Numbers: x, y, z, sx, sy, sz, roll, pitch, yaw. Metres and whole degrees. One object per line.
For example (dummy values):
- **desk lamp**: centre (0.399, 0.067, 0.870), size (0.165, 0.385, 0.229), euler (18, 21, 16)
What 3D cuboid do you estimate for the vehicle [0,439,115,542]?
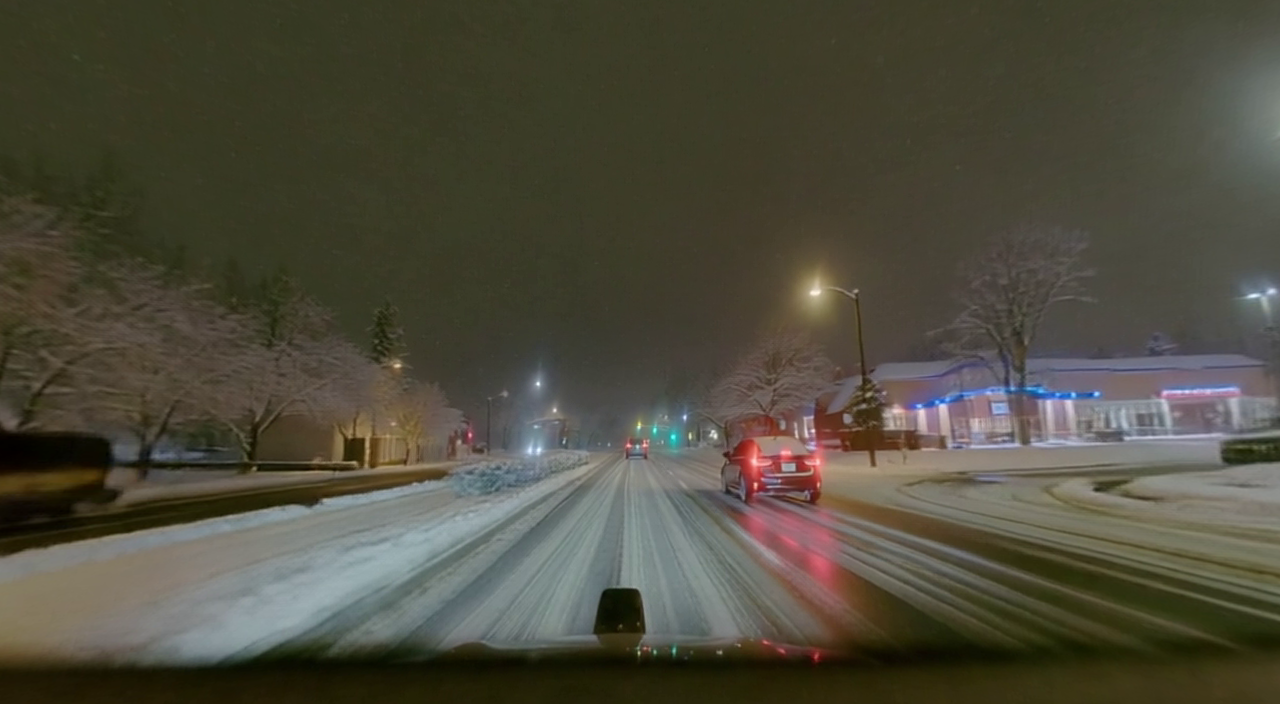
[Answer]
- **vehicle**: centre (-12.411, 2.483, 11.318), size (2.063, 1.812, 4.502), euler (0, -8, 0)

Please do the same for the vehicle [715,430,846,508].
- **vehicle**: centre (3.239, 2.789, 15.664), size (1.995, 1.616, 4.729), euler (0, -8, -2)
